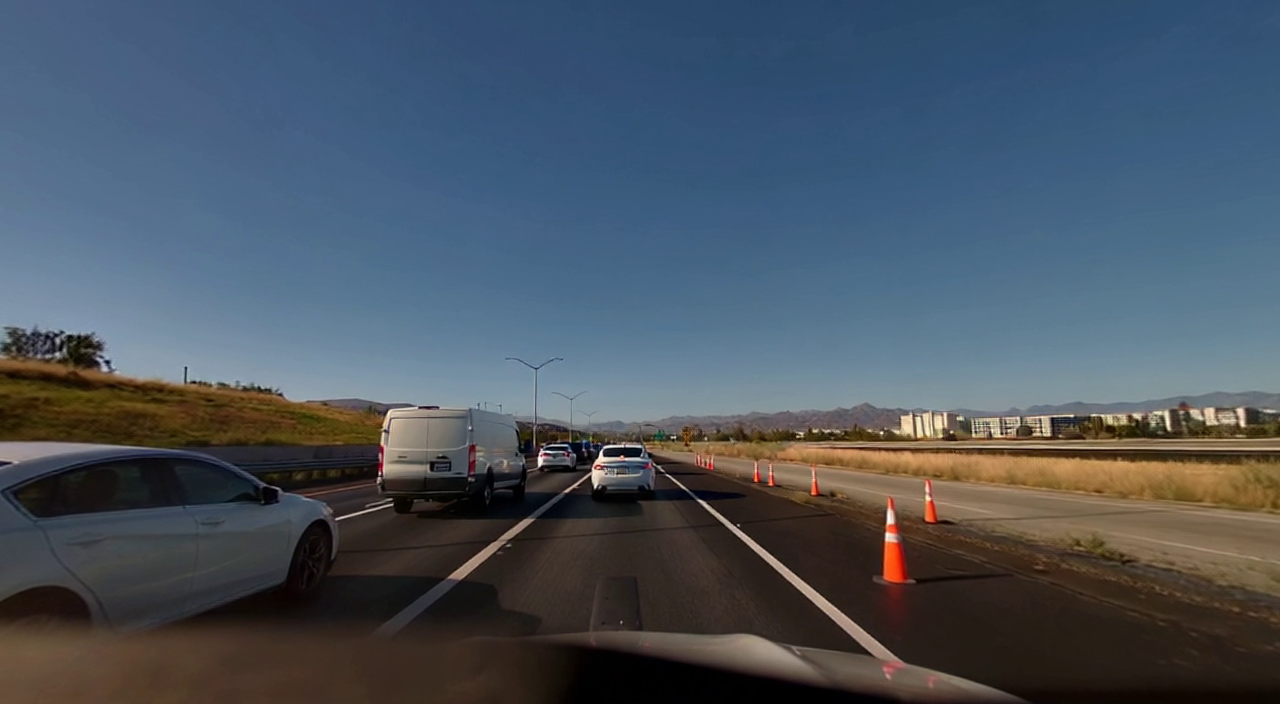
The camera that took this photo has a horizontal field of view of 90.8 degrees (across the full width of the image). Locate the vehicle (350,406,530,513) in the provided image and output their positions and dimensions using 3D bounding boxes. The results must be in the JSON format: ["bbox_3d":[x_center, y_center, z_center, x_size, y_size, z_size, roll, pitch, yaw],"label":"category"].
[{"bbox_3d":[-4.279,2.458,14.857,2.324,2.012,5.740,0,-9,0],"label":"vehicle"}]

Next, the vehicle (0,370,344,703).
[{"bbox_3d":[-3.779,1.010,3.531,2.041,1.604,4.384,0,-9,1],"label":"vehicle"}]

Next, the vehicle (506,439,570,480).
[{"bbox_3d":[-3.931,4.214,24.988,1.824,1.459,4.007,0,-9,0],"label":"vehicle"}]

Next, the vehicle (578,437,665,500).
[{"bbox_3d":[-0.463,3.080,17.126,2.069,1.484,3.918,0,-9,-1],"label":"vehicle"}]
